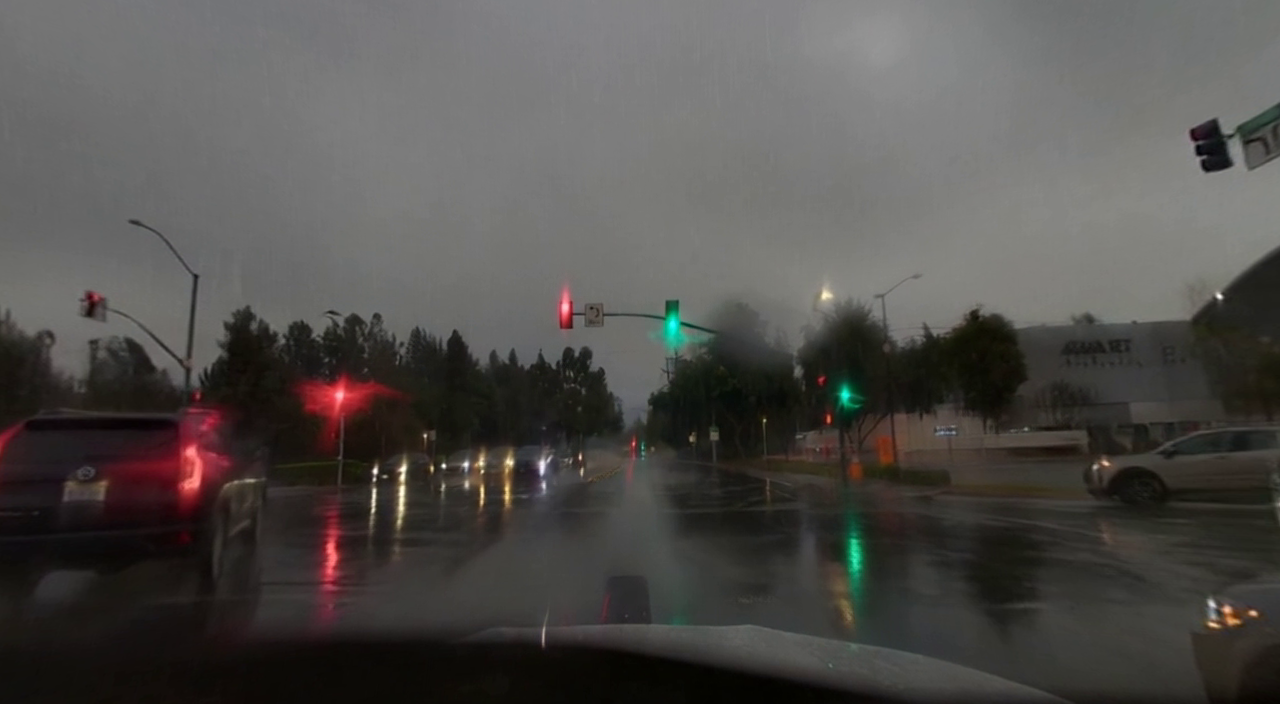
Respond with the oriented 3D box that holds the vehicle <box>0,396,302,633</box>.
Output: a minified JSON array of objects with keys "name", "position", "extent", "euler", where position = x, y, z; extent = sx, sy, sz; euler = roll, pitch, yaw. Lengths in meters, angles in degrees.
[{"name":"vehicle","position":[-5.378,1.570,7.141],"extent":[2.000,1.789,4.638],"euler":[3,-9,-20]}]

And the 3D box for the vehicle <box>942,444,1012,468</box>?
[{"name":"vehicle","position":[21.485,6.628,40.212],"extent":[3.576,1.425,1.702],"euler":[2,-8,-11]}]

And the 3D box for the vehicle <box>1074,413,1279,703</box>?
[{"name":"vehicle","position":[3.568,0.849,1.516],"extent":[1.966,1.490,4.429],"euler":[0,-8,2]}]

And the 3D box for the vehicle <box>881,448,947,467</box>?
[{"name":"vehicle","position":[20.551,7.929,47.365],"extent":[4.120,1.340,1.654],"euler":[-1,-8,5]}]

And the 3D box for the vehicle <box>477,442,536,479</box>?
[{"name":"vehicle","position":[-7.144,5.825,34.236],"extent":[2.081,1.818,4.782],"euler":[0,-8,1]}]

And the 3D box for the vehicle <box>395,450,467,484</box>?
[{"name":"vehicle","position":[-10.611,5.874,32.483],"extent":[2.041,1.548,4.868],"euler":[0,-8,0]}]

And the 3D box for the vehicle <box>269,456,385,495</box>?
[{"name":"vehicle","position":[-13.654,5.388,27.881],"extent":[2.011,1.480,4.747],"euler":[-2,-9,12]}]
